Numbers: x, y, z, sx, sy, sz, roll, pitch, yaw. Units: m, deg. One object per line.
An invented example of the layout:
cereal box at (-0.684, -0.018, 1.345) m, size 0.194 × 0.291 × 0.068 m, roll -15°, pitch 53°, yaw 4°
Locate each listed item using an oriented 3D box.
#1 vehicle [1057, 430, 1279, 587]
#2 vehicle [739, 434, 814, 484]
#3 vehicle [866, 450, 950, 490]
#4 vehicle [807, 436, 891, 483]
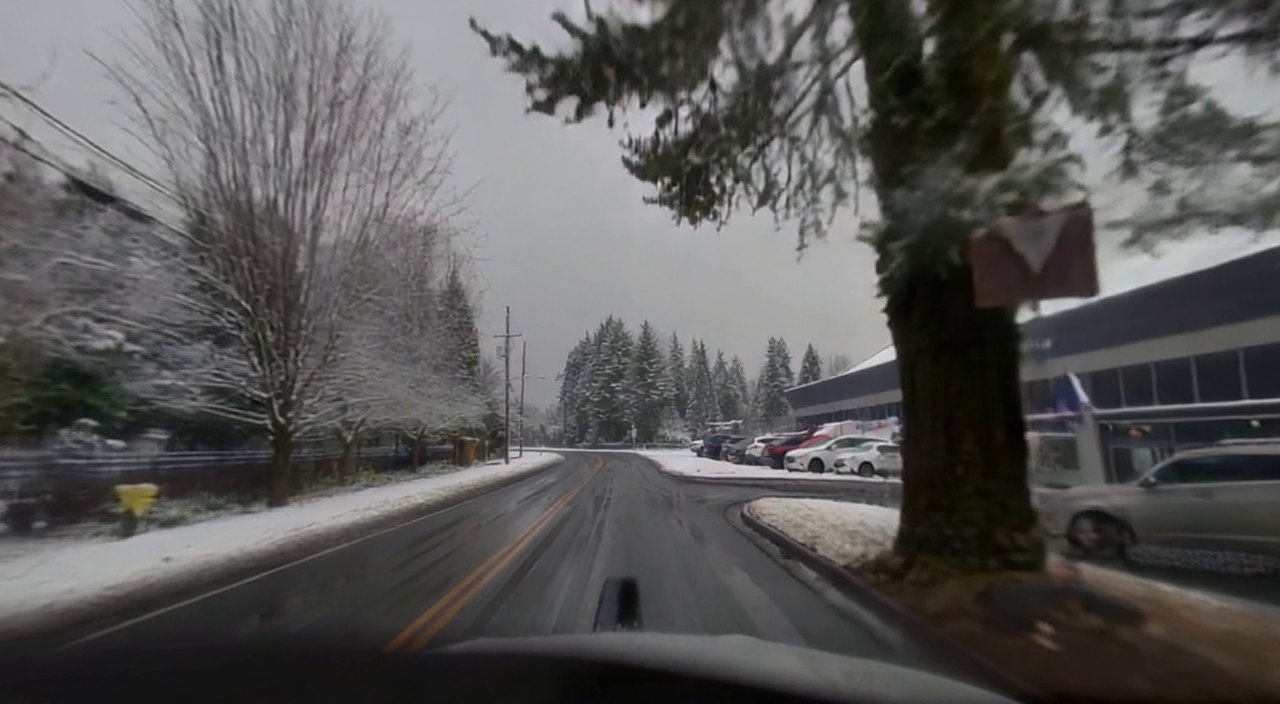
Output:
vehicle at (8.889, 2.135, 9.031) m, size 2.113 × 1.945 × 4.546 m, roll 1°, pitch -9°, yaw -10°
vehicle at (5.577, 4.432, 26.223) m, size 1.977 × 1.860 × 4.237 m, roll 0°, pitch -9°, yaw -3°
vehicle at (10.871, 4.793, 25.802) m, size 1.819 × 1.494 × 3.834 m, roll -1°, pitch -9°, yaw 1°
vehicle at (8.354, 4.346, 25.632) m, size 1.924 × 1.713 × 4.627 m, roll -1°, pitch -9°, yaw 2°
